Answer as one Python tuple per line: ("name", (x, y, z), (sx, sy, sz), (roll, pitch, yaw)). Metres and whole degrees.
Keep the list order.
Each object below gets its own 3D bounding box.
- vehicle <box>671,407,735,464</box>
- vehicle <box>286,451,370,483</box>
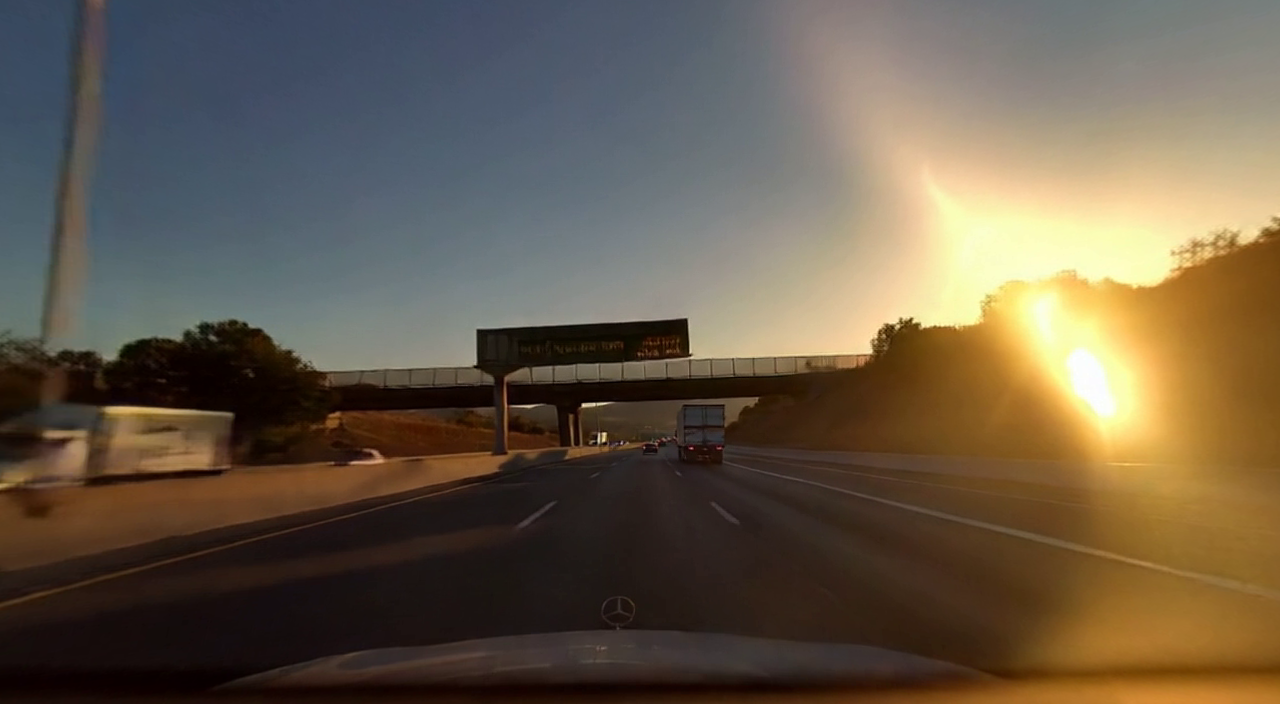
("vehicle", (4.244, 6.068, 45.416), (3.306, 3.531, 11.717), (0, -8, 0))
("vehicle", (-16.785, 6.173, 34.154), (2.105, 1.492, 4.603), (-1, -8, 1))
